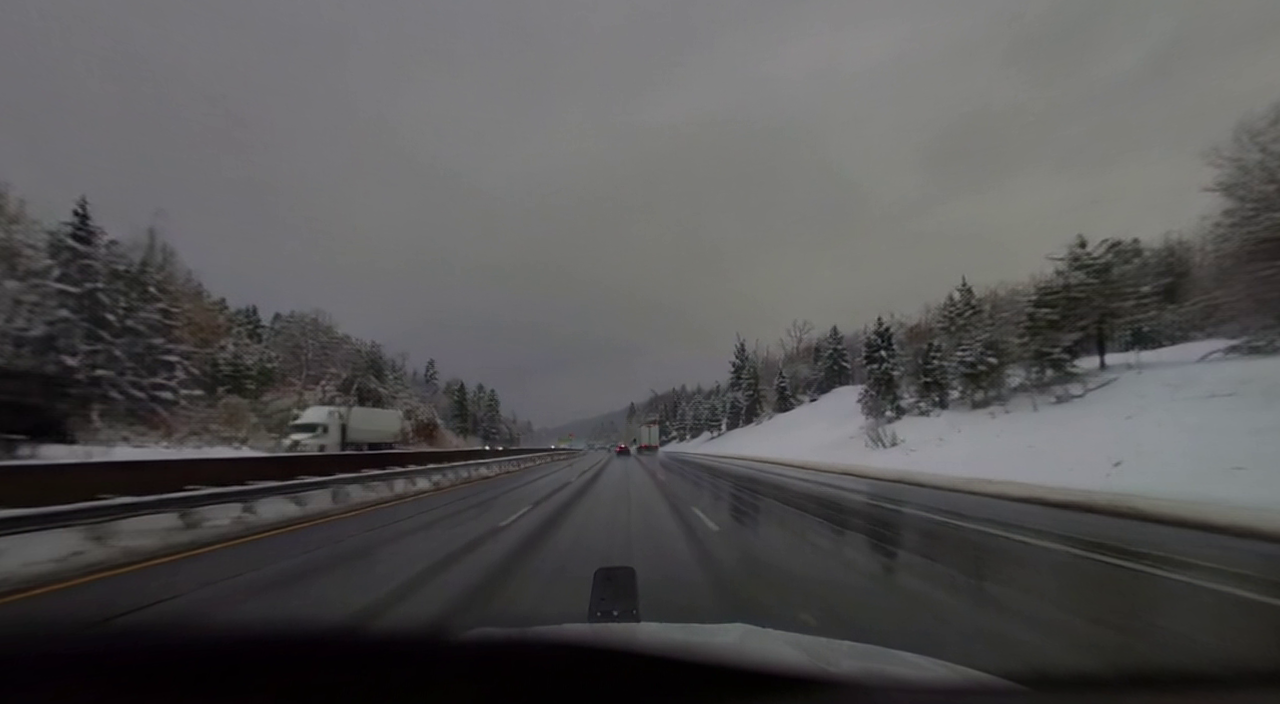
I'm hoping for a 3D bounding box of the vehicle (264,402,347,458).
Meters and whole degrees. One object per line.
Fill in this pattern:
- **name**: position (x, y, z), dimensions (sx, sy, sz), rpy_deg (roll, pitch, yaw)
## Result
- **vehicle**: position (-25.083, 5.919, 47.522), dimensions (2.960, 3.943, 5.922), rpy_deg (0, -8, -1)
